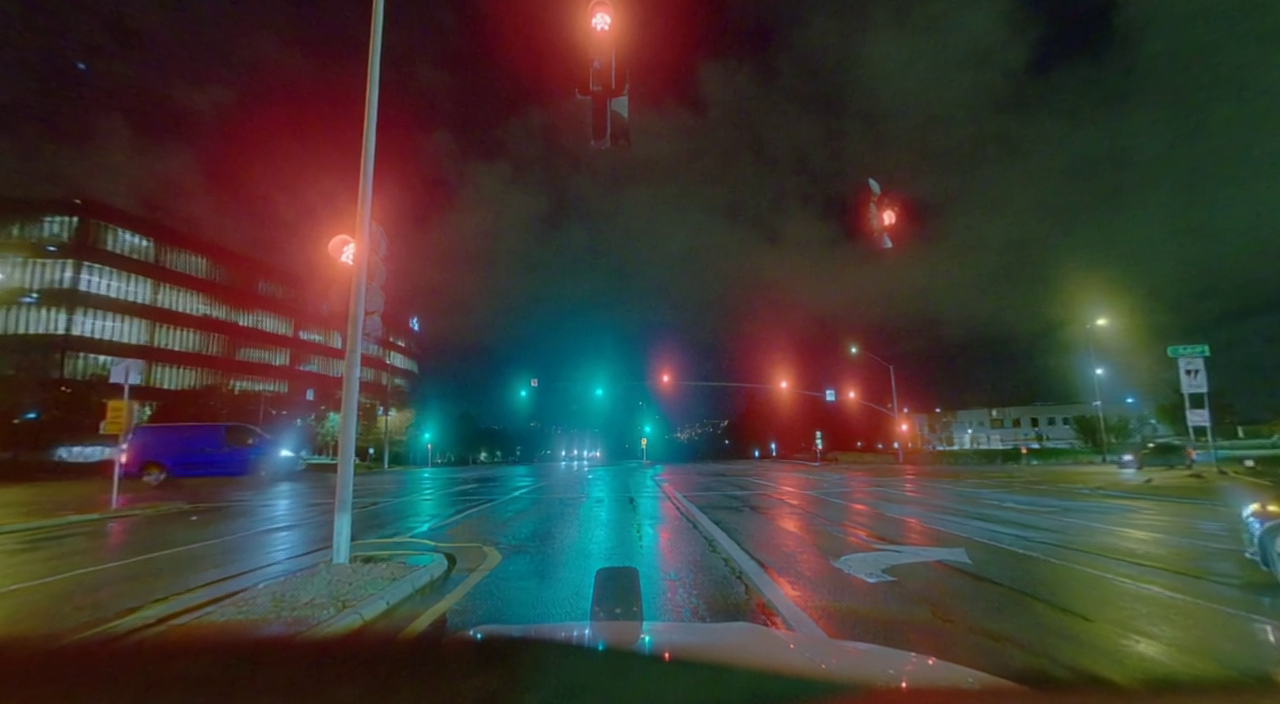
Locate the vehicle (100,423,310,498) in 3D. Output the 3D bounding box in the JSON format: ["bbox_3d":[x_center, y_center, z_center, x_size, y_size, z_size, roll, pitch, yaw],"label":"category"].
[{"bbox_3d":[-19.194,4.811,28.141,7.088,3.096,2.678,1,-9,-8],"label":"vehicle"}]

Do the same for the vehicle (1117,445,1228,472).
[{"bbox_3d":[31.374,6.274,37.015,4.736,1.542,1.966,0,-9,0],"label":"vehicle"}]
